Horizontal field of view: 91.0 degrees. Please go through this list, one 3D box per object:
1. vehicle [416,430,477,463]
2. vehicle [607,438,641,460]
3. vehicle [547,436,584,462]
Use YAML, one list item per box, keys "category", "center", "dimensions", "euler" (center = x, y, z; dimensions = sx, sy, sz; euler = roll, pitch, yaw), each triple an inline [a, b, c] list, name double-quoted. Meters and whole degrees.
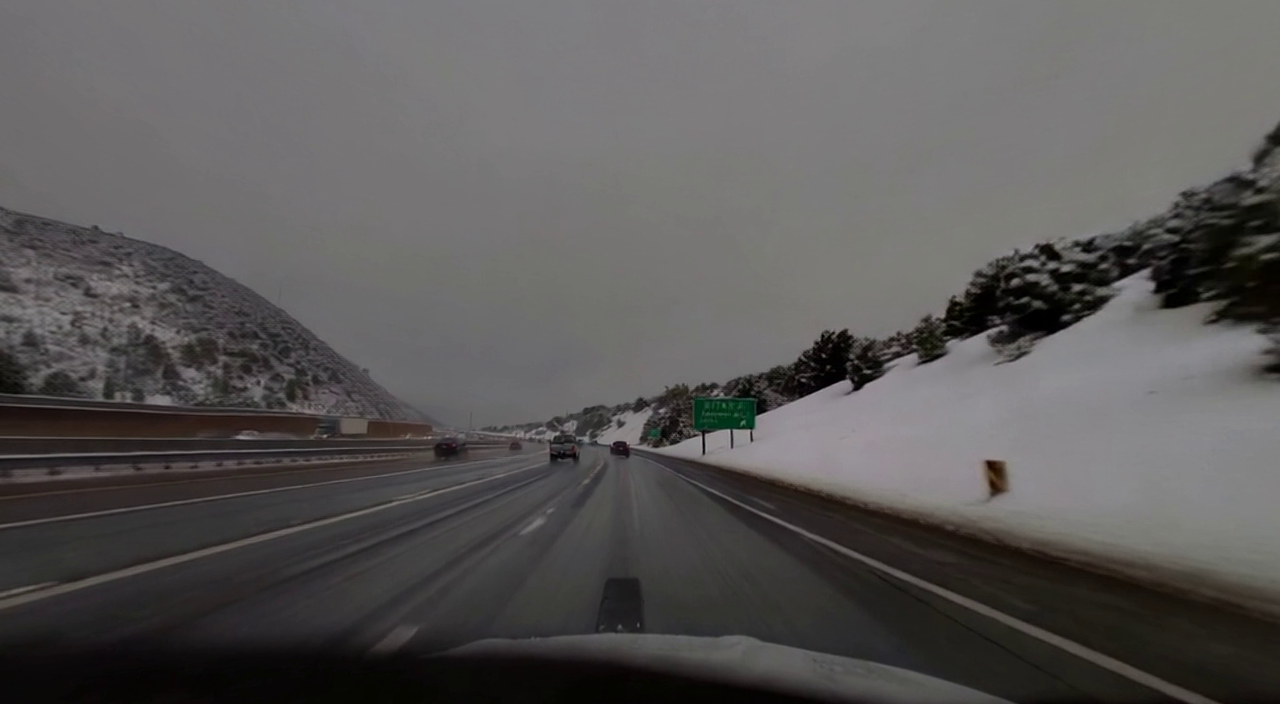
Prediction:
- category: "vehicle"
  center: [-11.951, 5.881, 39.253]
  dimensions: [2.219, 1.923, 4.985]
  euler: [0, -8, -1]
- category: "vehicle"
  center: [-1.191, 7.252, 47.245]
  dimensions: [2.421, 1.594, 4.248]
  euler: [0, -8, -2]
- category: "vehicle"
  center: [-4.931, 6.497, 42.124]
  dimensions: [2.060, 1.631, 4.214]
  euler: [0, -8, -1]
